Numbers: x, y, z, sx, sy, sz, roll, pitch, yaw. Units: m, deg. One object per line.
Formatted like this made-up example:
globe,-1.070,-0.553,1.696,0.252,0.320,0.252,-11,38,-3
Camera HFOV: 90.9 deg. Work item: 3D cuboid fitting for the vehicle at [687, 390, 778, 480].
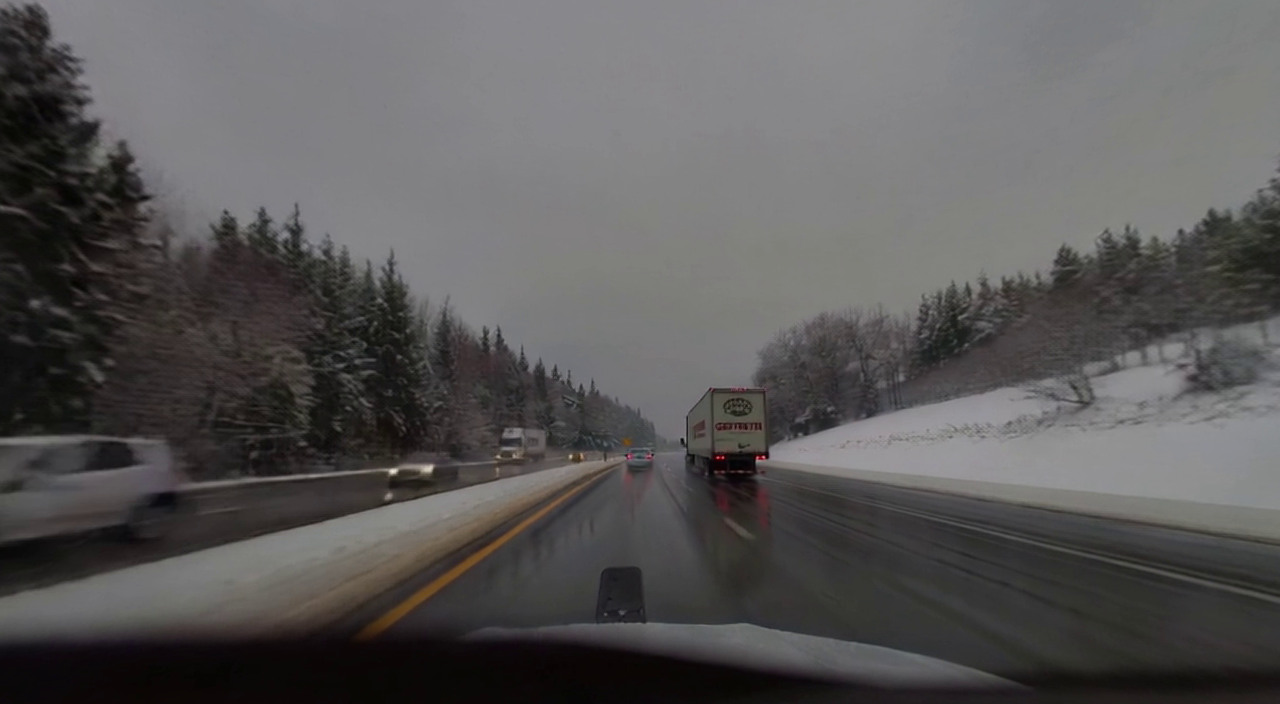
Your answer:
vehicle,4.697,4.869,35.681,2.909,4.074,14.457,0,-9,0

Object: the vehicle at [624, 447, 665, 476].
vehicle,0.235,5.854,33.928,2.074,1.475,3.960,0,-9,0

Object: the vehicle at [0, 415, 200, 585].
vehicle,-8.488,1.765,7.638,2.252,1.923,5.541,0,-9,0

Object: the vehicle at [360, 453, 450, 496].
vehicle,-8.838,4.622,24.091,1.932,1.454,3.853,0,-9,0
